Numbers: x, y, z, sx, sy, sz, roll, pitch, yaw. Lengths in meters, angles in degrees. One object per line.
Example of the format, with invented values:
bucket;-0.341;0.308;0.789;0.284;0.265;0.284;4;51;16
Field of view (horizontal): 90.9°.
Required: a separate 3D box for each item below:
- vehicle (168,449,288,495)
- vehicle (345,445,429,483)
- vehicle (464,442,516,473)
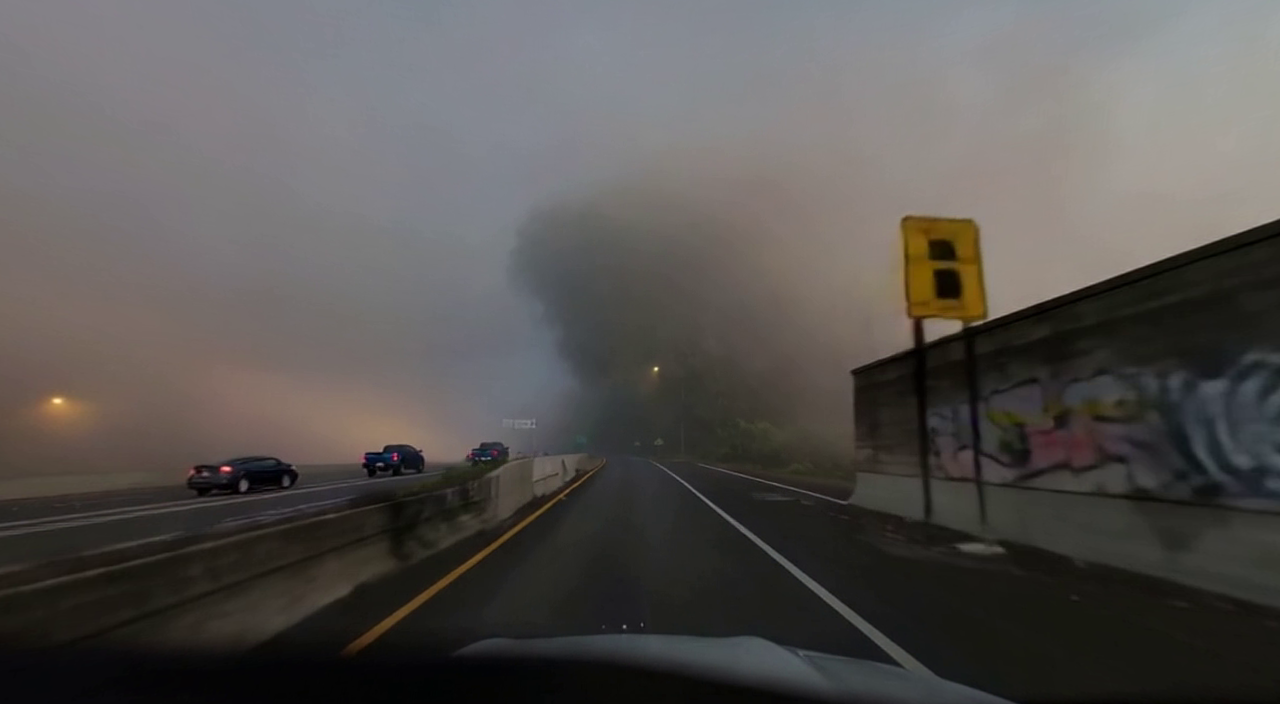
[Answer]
vehicle;-18.041;5.242;27.980;2.078;1.802;4.723;0;-9;0
vehicle;-13.990;6.210;35.405;2.272;1.882;5.941;0;-9;0
vehicle;-10.536;7.451;44.765;2.342;1.999;5.594;0;-9;0
